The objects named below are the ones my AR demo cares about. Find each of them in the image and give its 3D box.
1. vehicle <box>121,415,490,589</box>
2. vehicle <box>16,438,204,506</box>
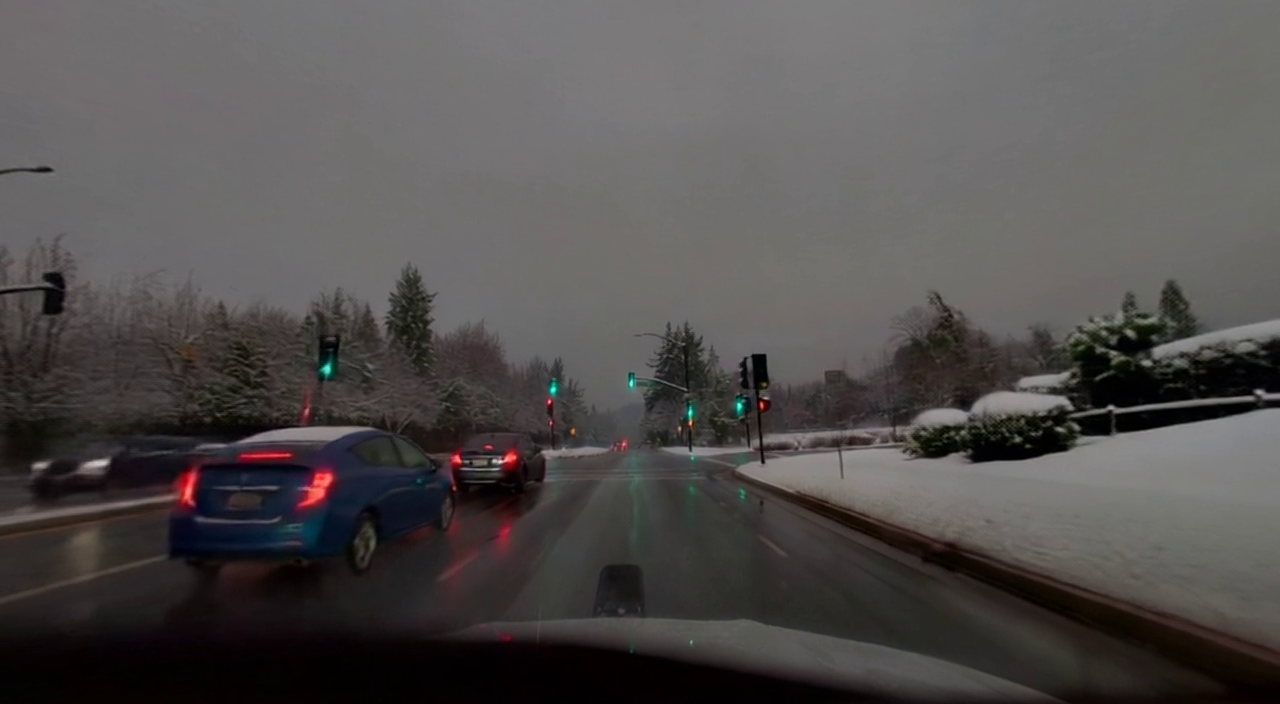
[{"bbox_3d":[-3.466,1.650,7.883,2.038,1.486,4.678,0,-8,0],"label":"vehicle"},{"bbox_3d":[-13.958,3.136,16.995,1.804,1.578,3.876,0,-8,-4],"label":"vehicle"}]
